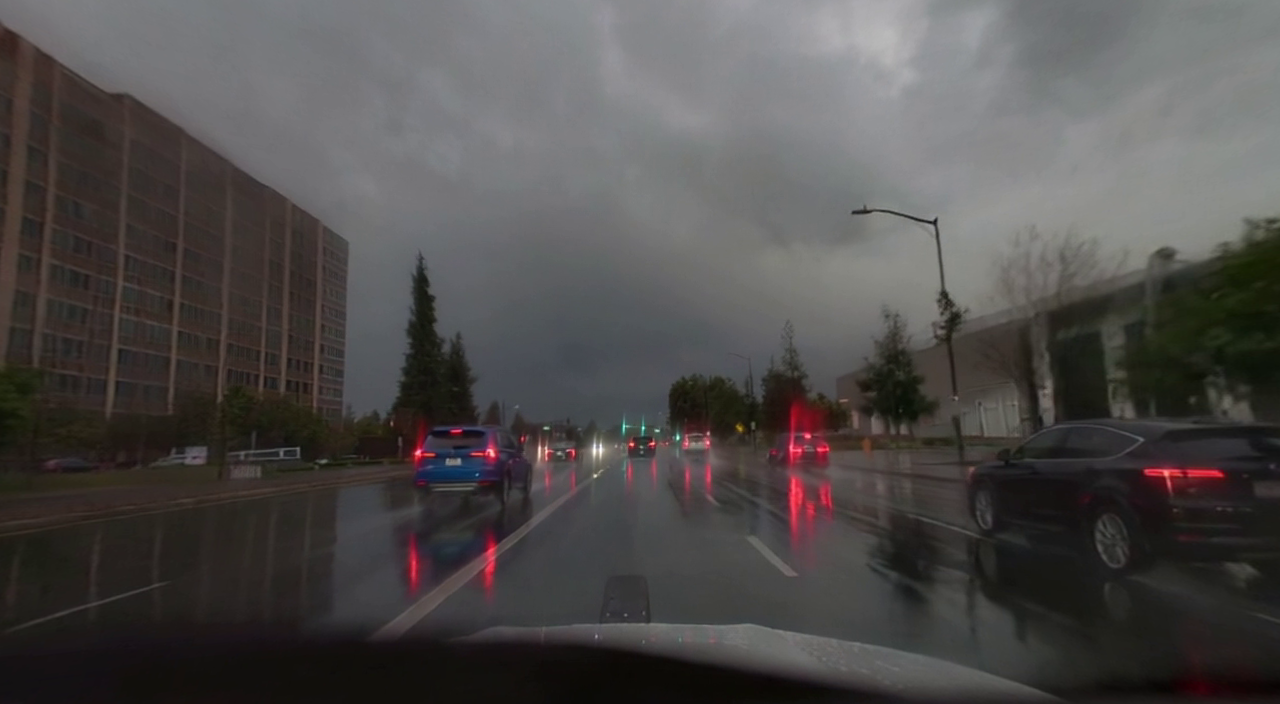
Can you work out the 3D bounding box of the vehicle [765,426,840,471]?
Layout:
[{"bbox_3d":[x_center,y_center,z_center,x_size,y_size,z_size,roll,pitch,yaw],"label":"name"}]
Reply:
[{"bbox_3d":[7.097,4.284,28.017,2.076,1.793,4.464,0,-8,-1],"label":"vehicle"}]

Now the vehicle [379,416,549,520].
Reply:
[{"bbox_3d":[-3.264,2.264,12.763,2.141,1.719,4.379,0,-8,0],"label":"vehicle"}]

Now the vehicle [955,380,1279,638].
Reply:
[{"bbox_3d":[5.242,1.329,6.326,2.088,1.666,4.512,-1,-8,5],"label":"vehicle"}]

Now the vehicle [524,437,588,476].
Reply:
[{"bbox_3d":[-3.397,4.309,26.315,2.036,1.465,4.301,0,-8,1],"label":"vehicle"}]

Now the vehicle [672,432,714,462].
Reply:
[{"bbox_3d":[3.353,6.130,40.759,2.178,1.804,4.766,0,-8,-1],"label":"vehicle"}]
